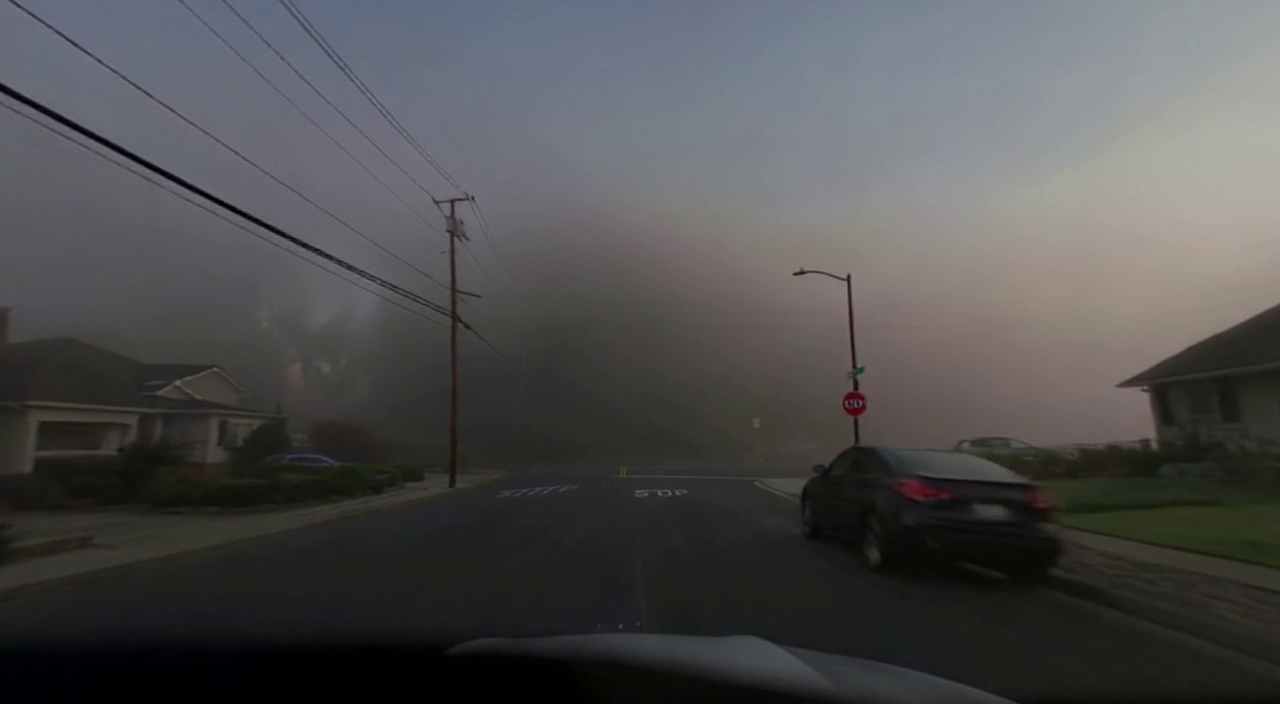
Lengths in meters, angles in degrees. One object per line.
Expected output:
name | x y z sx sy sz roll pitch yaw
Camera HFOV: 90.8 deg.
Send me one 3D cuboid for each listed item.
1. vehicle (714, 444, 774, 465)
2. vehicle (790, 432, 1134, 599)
vehicle | 7.920 7.731 47.942 4.452 1.482 2.017 7 -11 -38
vehicle | 3.550 1.869 8.215 2.012 1.531 4.557 0 -9 -1
